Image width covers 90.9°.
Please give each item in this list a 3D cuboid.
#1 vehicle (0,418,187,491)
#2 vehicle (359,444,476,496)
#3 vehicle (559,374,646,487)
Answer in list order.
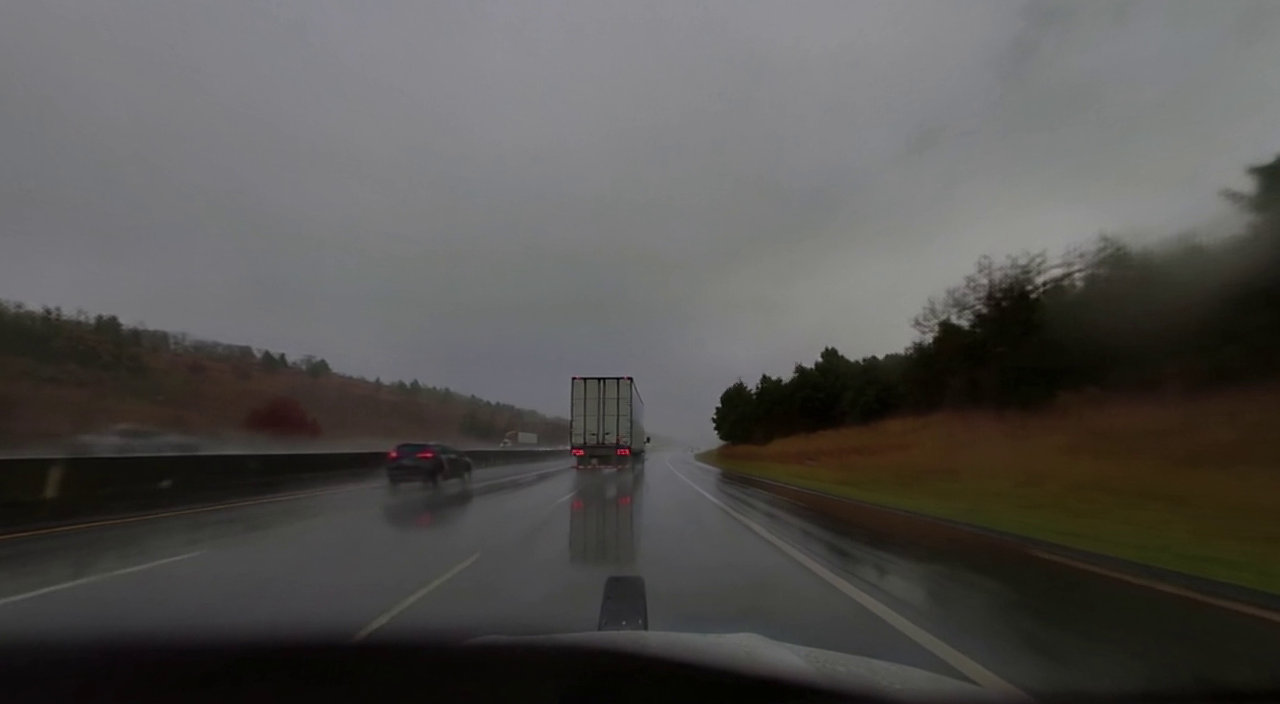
[{"bbox_3d":[-18.654,3.444,21.365,2.211,2.118,5.723,0,-9,1],"label":"vehicle"},{"bbox_3d":[-6.709,3.606,19.612,1.967,1.420,4.473,0,-9,0],"label":"vehicle"},{"bbox_3d":[-1.282,3.925,30.180,2.851,4.098,14.436,0,-9,2],"label":"vehicle"}]
